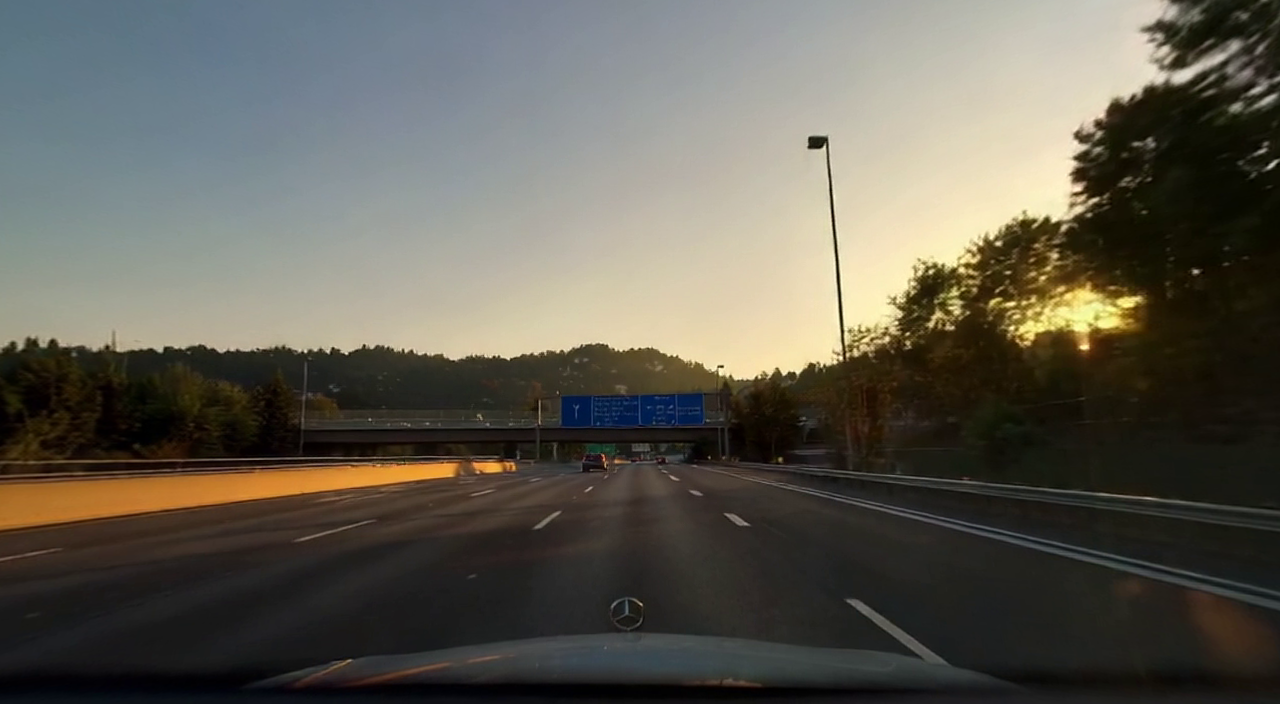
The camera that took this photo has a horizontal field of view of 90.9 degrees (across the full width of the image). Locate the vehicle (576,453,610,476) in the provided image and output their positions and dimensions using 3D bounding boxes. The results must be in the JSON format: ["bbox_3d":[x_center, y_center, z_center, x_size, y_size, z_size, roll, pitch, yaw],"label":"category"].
[{"bbox_3d":[-3.284,7.892,44.557,2.041,1.512,3.996,0,-9,1],"label":"vehicle"}]
